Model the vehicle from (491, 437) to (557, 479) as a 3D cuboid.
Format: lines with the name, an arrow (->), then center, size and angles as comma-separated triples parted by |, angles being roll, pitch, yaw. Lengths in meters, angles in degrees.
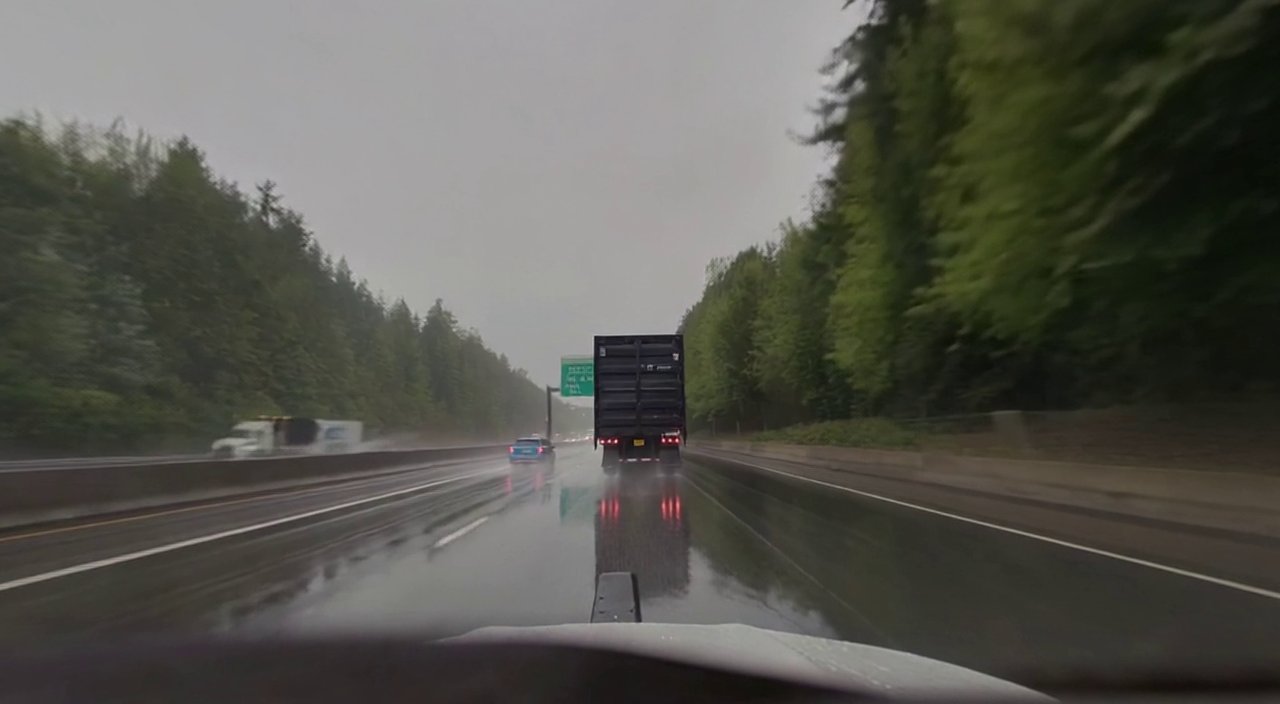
vehicle -> -4.599, 4.263, 25.557 | 1.854, 1.530, 4.268 | 0, -8, 0

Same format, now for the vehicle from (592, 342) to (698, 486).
vehicle -> 0.025, 2.526, 23.605 | 3.073, 4.196, 10.546 | 0, -8, -1

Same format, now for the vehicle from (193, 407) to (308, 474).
vehicle -> -24.678, 5.657, 40.337 | 3.035, 3.916, 6.401 | -1, -8, 1

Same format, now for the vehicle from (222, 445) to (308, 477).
vehicle -> -19.942, 5.809, 33.745 | 1.801, 1.548, 4.633 | 0, -8, 0
